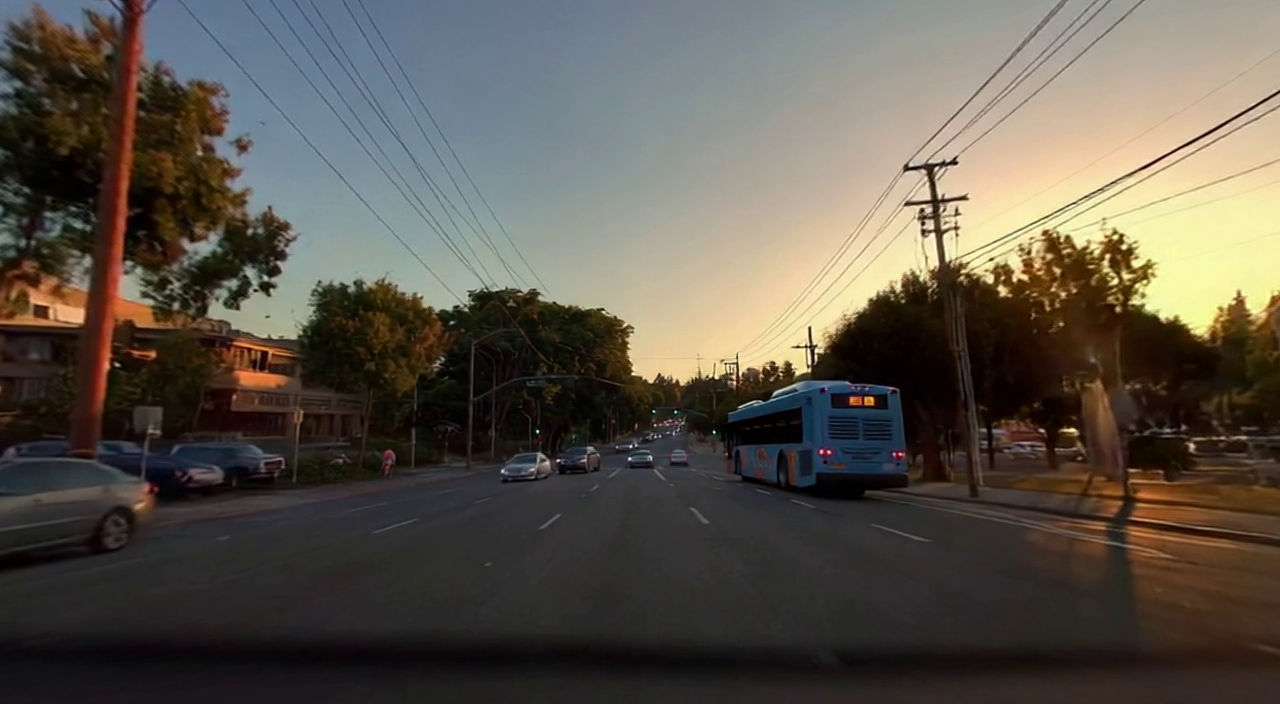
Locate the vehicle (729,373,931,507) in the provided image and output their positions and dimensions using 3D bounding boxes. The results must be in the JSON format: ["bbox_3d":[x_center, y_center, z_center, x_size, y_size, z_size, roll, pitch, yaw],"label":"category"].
[{"bbox_3d":[5.795,3.188,22.708,3.045,3.447,12.604,0,-8,-1],"label":"vehicle"}]

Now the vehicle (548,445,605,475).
[{"bbox_3d":[-4.105,7.083,41.719,2.076,1.815,4.464,-3,-9,19],"label":"vehicle"}]

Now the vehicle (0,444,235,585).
[{"bbox_3d":[-8.615,2.244,9.601,2.017,1.659,4.405,0,-8,-1],"label":"vehicle"}]

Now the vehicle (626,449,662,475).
[{"bbox_3d":[0.184,6.719,38.882,2.016,1.464,4.089,0,-8,-3],"label":"vehicle"}]

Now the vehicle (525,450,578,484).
[{"bbox_3d":[-4.250,5.589,31.060,1.915,1.452,4.654,0,-8,0],"label":"vehicle"}]

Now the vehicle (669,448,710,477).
[{"bbox_3d":[2.702,6.162,35.369,1.961,1.470,4.196,0,-8,-1],"label":"vehicle"}]

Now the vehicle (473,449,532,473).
[{"bbox_3d":[-10.854,8.557,49.698,4.699,1.750,2.132,-7,-11,40],"label":"vehicle"}]
